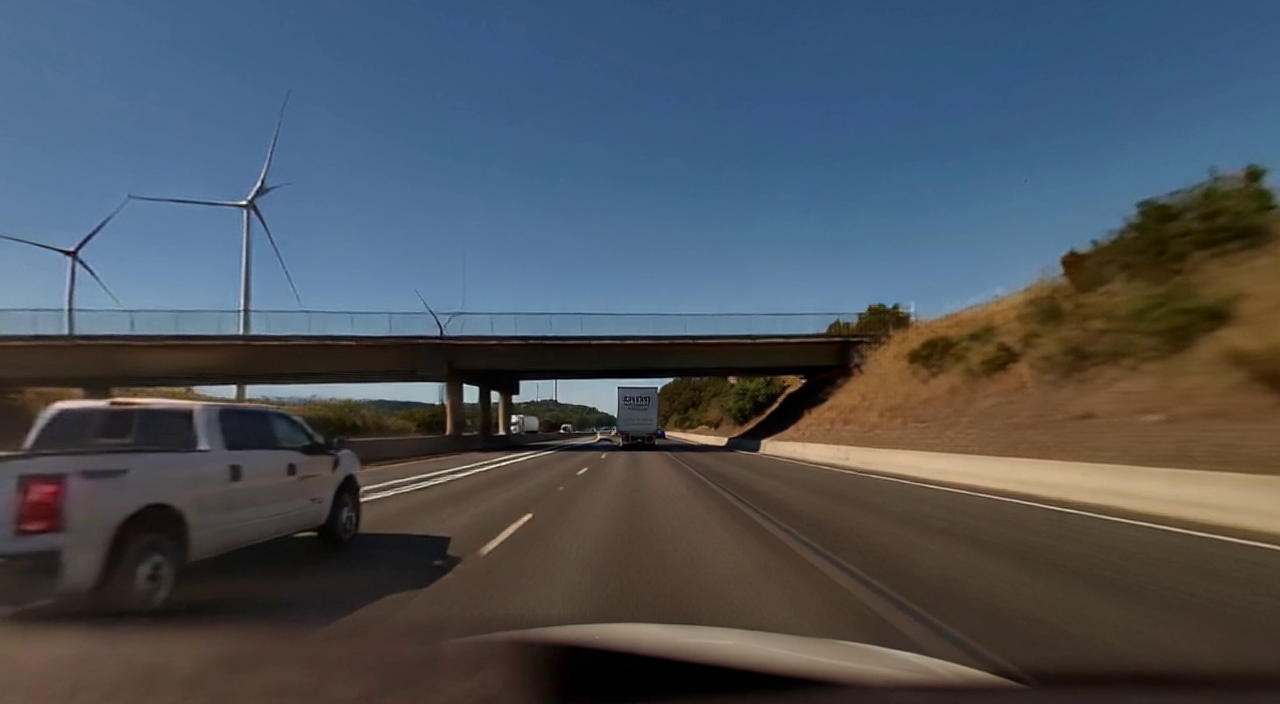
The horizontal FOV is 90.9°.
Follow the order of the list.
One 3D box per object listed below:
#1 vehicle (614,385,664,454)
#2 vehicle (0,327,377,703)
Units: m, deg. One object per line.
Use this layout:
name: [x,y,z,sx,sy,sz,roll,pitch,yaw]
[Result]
vehicle: [-0.207,4.749,42.783,2.906,3.990,12.551,0,-8,-1]
vehicle: [-3.671,0.902,3.680,2.167,1.686,4.946,0,-8,-1]
